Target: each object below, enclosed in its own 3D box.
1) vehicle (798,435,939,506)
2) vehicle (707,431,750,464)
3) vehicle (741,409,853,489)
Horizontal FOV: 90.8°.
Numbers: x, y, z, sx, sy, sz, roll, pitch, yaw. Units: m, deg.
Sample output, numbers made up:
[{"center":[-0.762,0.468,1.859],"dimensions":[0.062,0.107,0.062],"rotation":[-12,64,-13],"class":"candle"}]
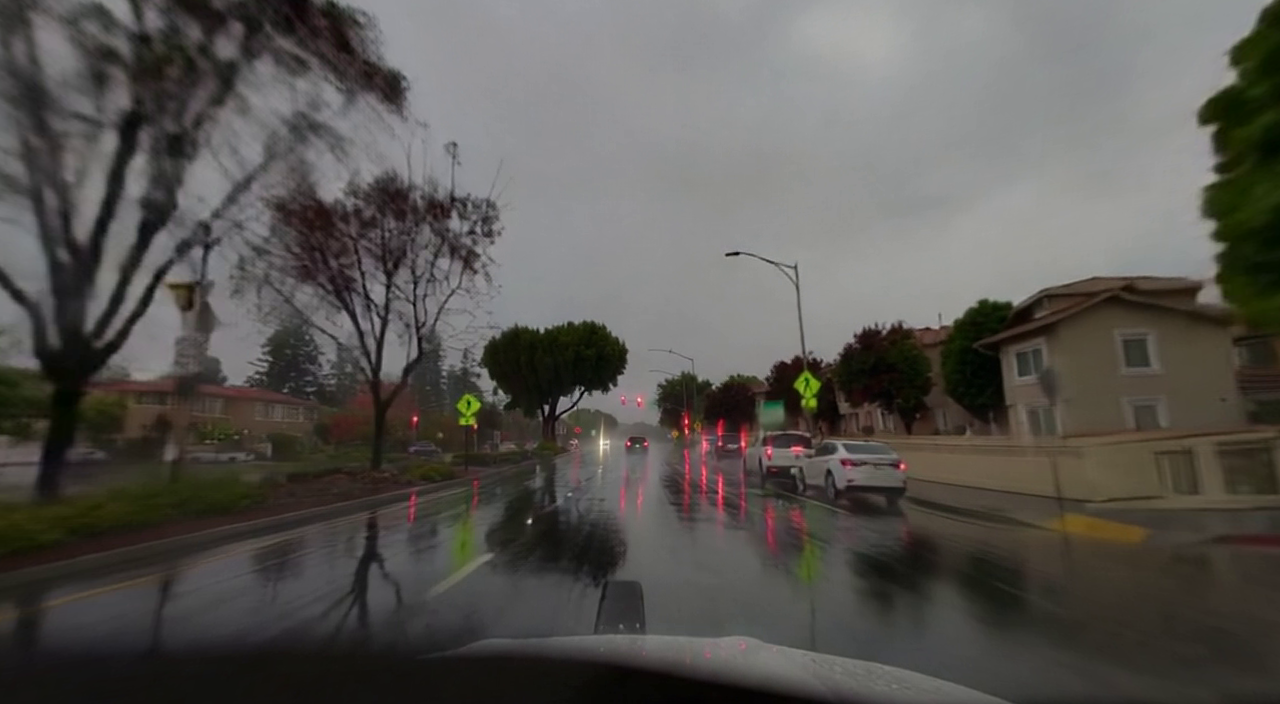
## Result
[{"center":[5.719,3.013,16.527],"dimensions":[1.940,1.584,4.553],"rotation":[0,-9,0],"class":"vehicle"},{"center":[5.557,6.053,40.264],"dimensions":[2.008,1.930,4.919],"rotation":[0,-8,1],"class":"vehicle"},{"center":[5.433,3.524,23.014],"dimensions":[2.324,2.468,6.422],"rotation":[0,-9,-1],"class":"vehicle"}]
